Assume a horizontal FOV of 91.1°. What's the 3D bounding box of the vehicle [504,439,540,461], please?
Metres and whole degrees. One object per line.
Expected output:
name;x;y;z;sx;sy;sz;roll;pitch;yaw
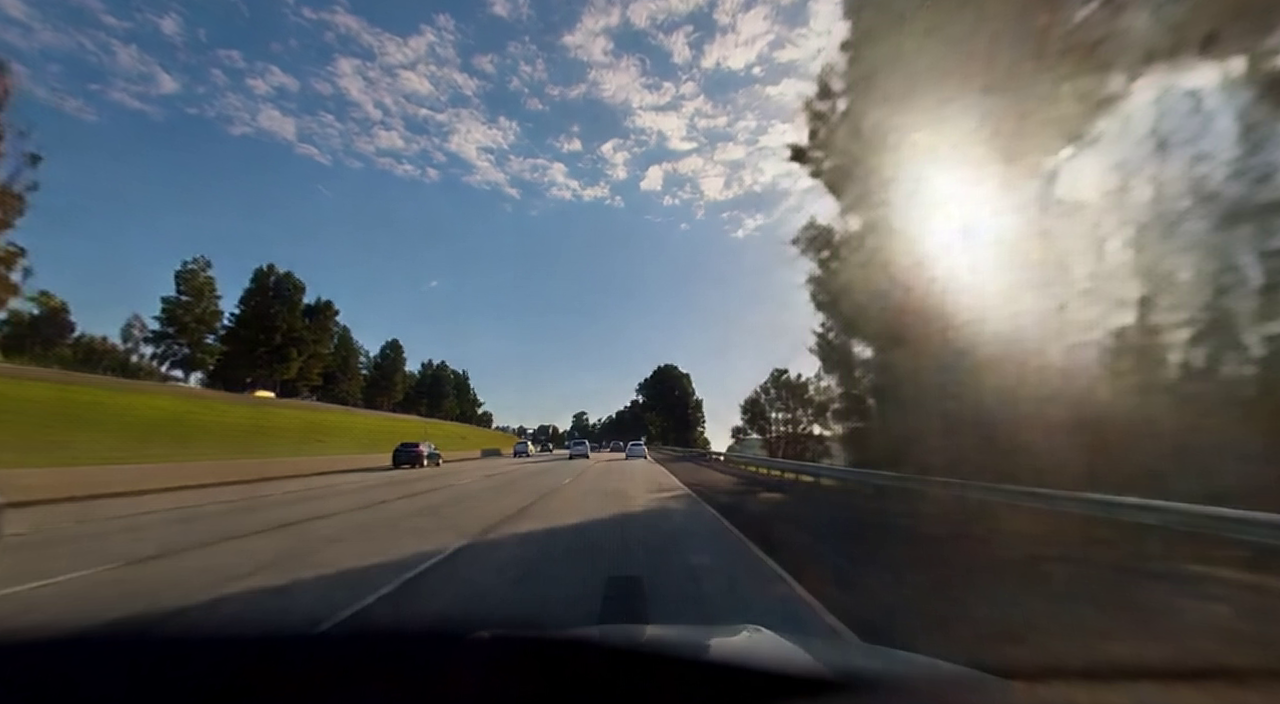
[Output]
vehicle;-9.064;7.576;48.676;2.015;1.651;4.432;0;-8;-1

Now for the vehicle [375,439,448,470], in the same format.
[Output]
vehicle;-11.799;5.333;32.821;2.056;1.489;4.852;0;-8;0

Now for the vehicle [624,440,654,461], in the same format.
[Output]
vehicle;-0.133;7.253;46.180;2.060;1.465;3.974;0;-8;-2
